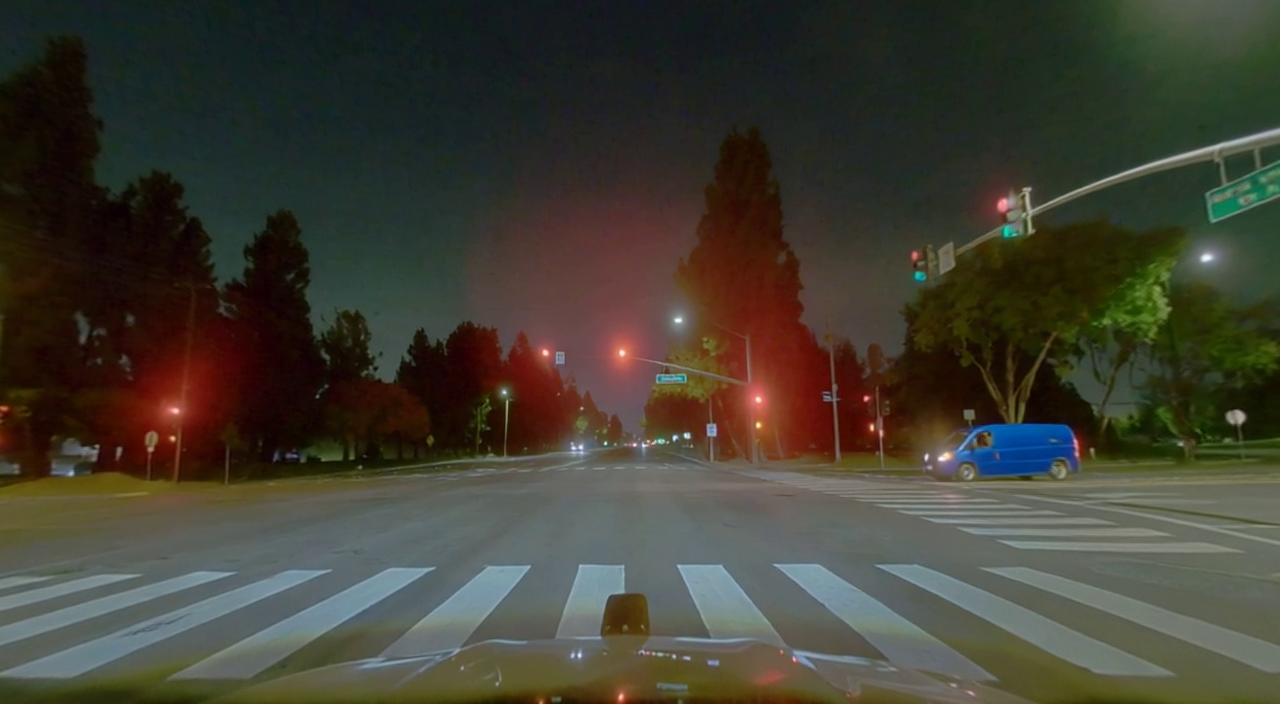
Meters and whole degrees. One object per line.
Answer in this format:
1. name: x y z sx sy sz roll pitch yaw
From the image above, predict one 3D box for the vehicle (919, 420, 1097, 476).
1. vehicle: 12.421 3.271 21.517 4.790 1.798 1.909 0 -8 1
